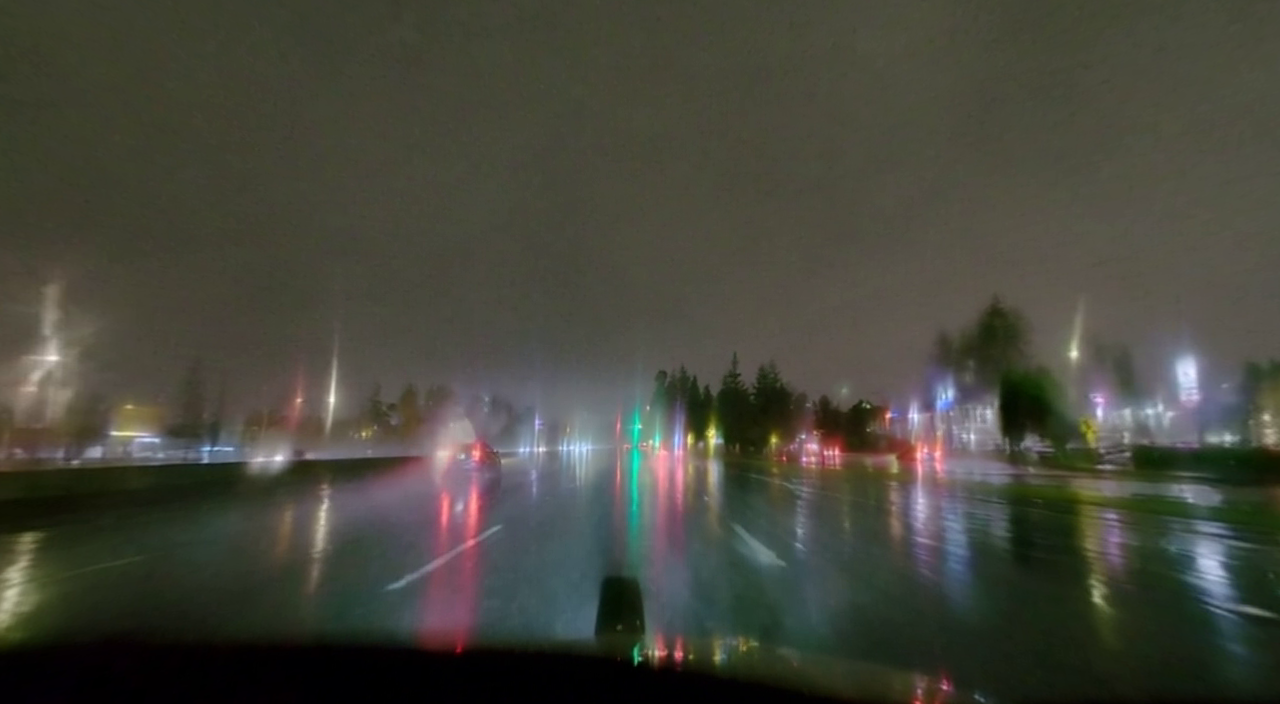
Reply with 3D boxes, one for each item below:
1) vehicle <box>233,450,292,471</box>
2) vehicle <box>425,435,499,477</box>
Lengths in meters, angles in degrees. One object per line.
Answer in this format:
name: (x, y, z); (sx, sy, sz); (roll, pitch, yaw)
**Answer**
vehicle: (-28.827, 8.291, 48.370); (1.793, 1.465, 4.385); (0, -9, 0)
vehicle: (-8.013, 4.716, 28.853); (2.089, 1.724, 4.327); (0, -9, 0)
